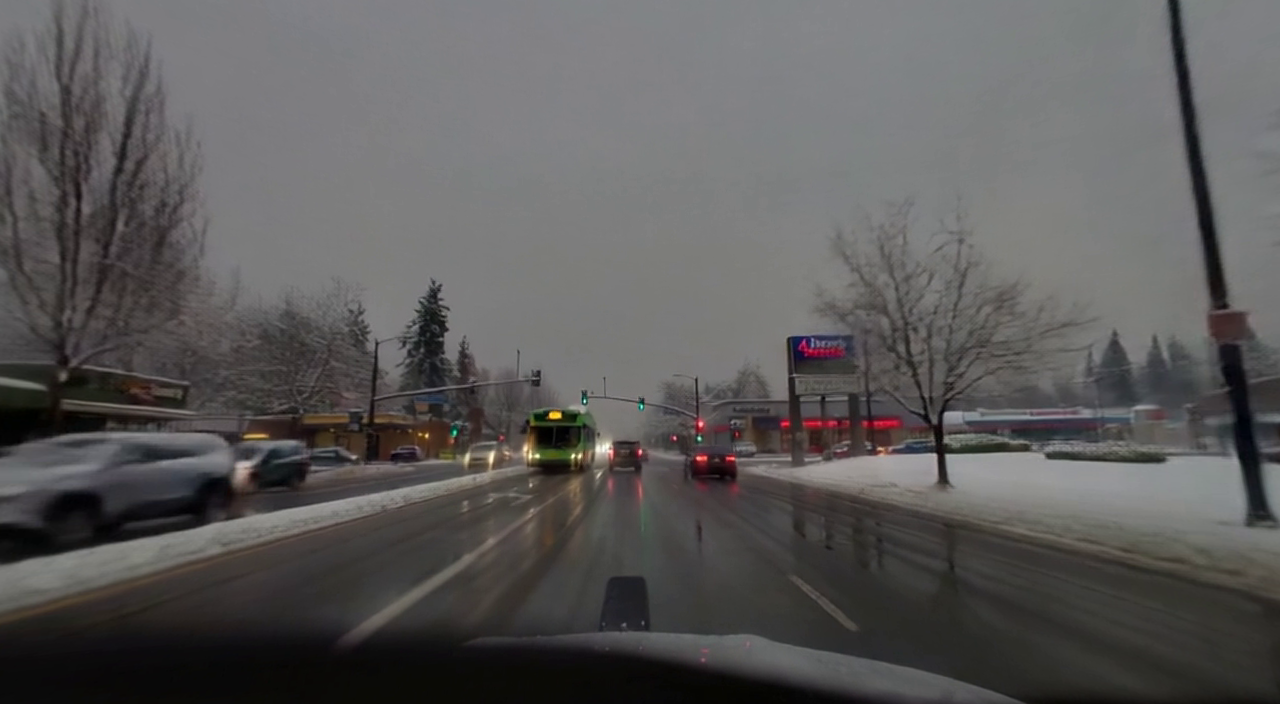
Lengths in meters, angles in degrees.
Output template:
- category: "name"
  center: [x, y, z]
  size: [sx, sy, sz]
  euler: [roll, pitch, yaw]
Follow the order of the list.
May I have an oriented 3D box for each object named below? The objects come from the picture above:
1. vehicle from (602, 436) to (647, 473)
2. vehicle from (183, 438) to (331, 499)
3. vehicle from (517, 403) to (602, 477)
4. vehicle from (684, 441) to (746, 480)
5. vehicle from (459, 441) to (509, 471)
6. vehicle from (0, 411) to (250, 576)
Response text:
- category: "vehicle"
  center: [-0.868, 5.541, 34.362]
  size: [2.301, 1.837, 4.411]
  euler: [0, -8, -2]
- category: "vehicle"
  center: [-12.292, 3.735, 20.698]
  size: [1.967, 1.727, 4.608]
  euler: [0, -8, -1]
- category: "vehicle"
  center: [-3.897, 4.824, 34.354]
  size: [3.018, 3.217, 13.998]
  euler: [0, -8, -1]
- category: "vehicle"
  center: [3.126, 4.608, 27.170]
  size: [2.046, 1.540, 3.883]
  euler: [0, -8, -2]
- category: "vehicle"
  center: [-9.508, 6.371, 38.842]
  size: [2.157, 1.731, 4.433]
  euler: [0, -8, -3]
- category: "vehicle"
  center: [-8.264, 1.890, 9.149]
  size: [2.154, 1.832, 4.820]
  euler: [0, -8, -1]
